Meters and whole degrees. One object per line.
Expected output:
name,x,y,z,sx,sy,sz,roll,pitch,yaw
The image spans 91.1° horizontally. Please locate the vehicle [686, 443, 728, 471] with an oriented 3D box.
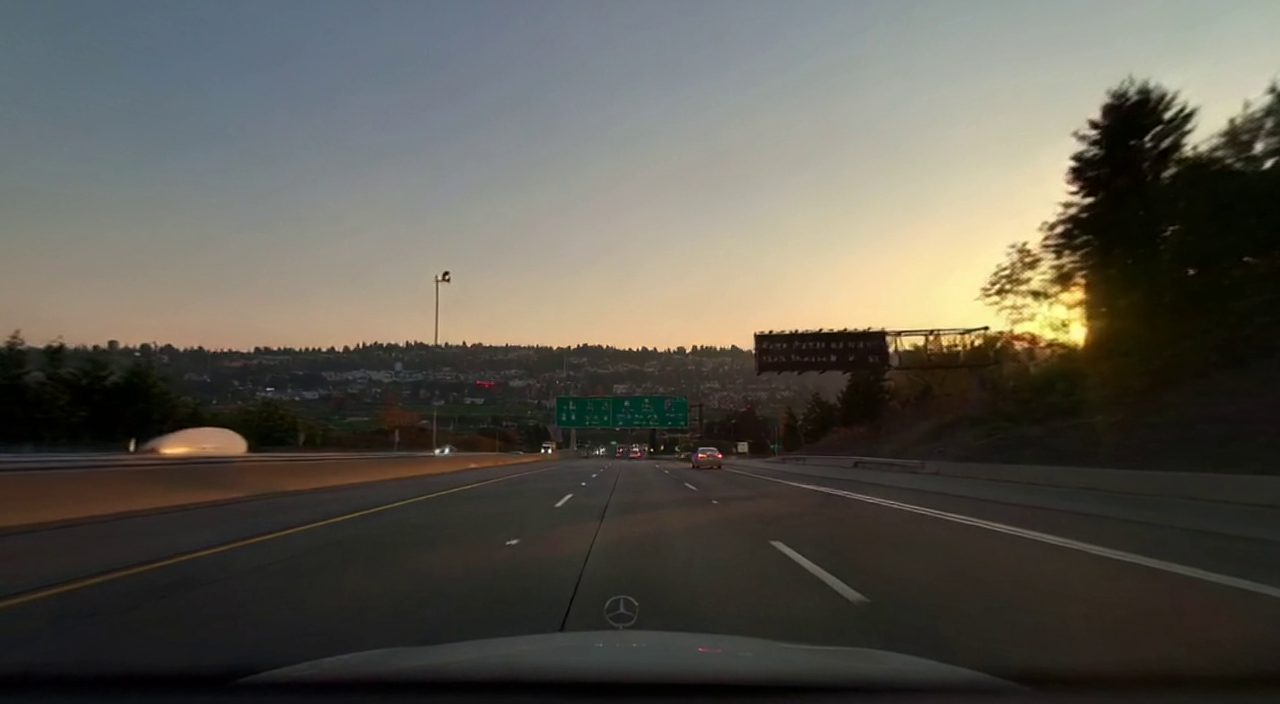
vehicle,3.955,6.275,37.744,1.984,1.540,3.973,0,-9,-2
